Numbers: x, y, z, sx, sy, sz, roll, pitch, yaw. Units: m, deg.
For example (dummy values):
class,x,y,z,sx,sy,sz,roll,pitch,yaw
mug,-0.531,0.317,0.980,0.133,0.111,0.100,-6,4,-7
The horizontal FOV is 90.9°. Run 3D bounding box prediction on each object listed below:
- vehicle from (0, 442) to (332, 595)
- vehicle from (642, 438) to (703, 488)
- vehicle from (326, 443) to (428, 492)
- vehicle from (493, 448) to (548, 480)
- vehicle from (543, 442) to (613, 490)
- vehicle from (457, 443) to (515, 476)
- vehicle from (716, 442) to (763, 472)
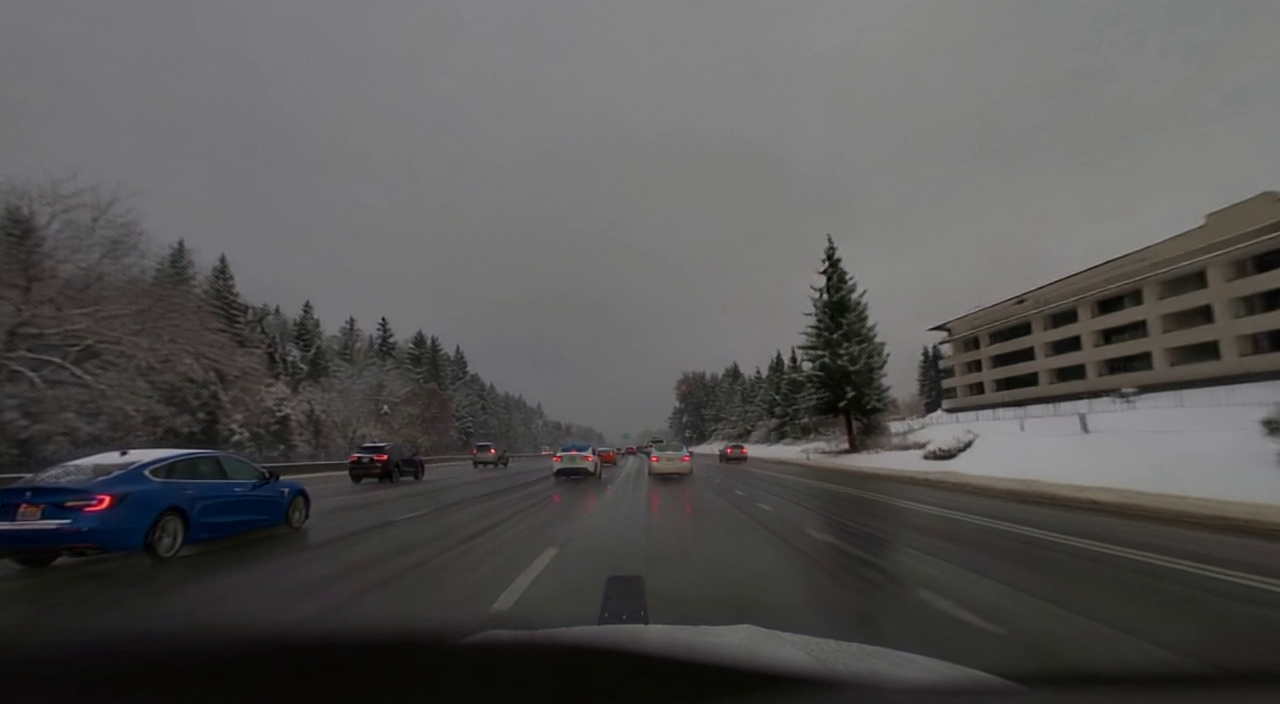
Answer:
class,x,y,z,sx,sy,sz,roll,pitch,yaw
vehicle,-6.470,1.985,8.559,2.116,1.473,4.644,-1,-8,2
vehicle,1.156,4.162,24.065,2.114,1.715,4.136,-1,-8,1
vehicle,-10.005,4.399,24.445,1.947,1.683,4.331,-1,-8,2
vehicle,-5.965,5.634,31.894,1.886,1.455,4.148,-1,-8,1
vehicle,-2.229,4.256,23.963,2.102,1.624,4.257,-1,-8,2
vehicle,-9.540,6.672,39.504,2.187,1.851,5.085,-1,-8,2
vehicle,6.152,6.563,39.588,2.071,1.754,4.484,0,-8,-2
